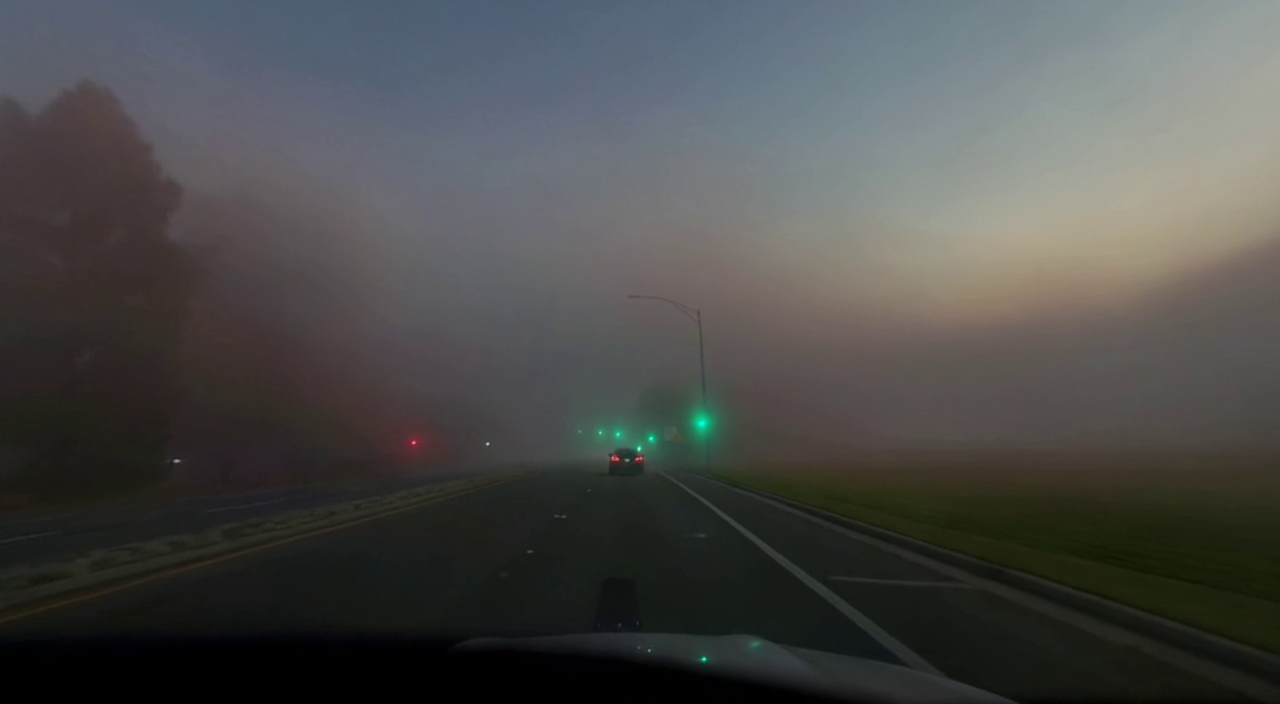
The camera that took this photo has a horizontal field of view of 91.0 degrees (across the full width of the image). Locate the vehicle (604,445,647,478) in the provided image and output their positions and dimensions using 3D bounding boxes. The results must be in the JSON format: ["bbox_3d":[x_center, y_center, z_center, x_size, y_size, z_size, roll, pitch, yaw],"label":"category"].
[{"bbox_3d":[-0.711,5.245,30.275,1.954,1.469,3.465,0,-9,-1],"label":"vehicle"}]
